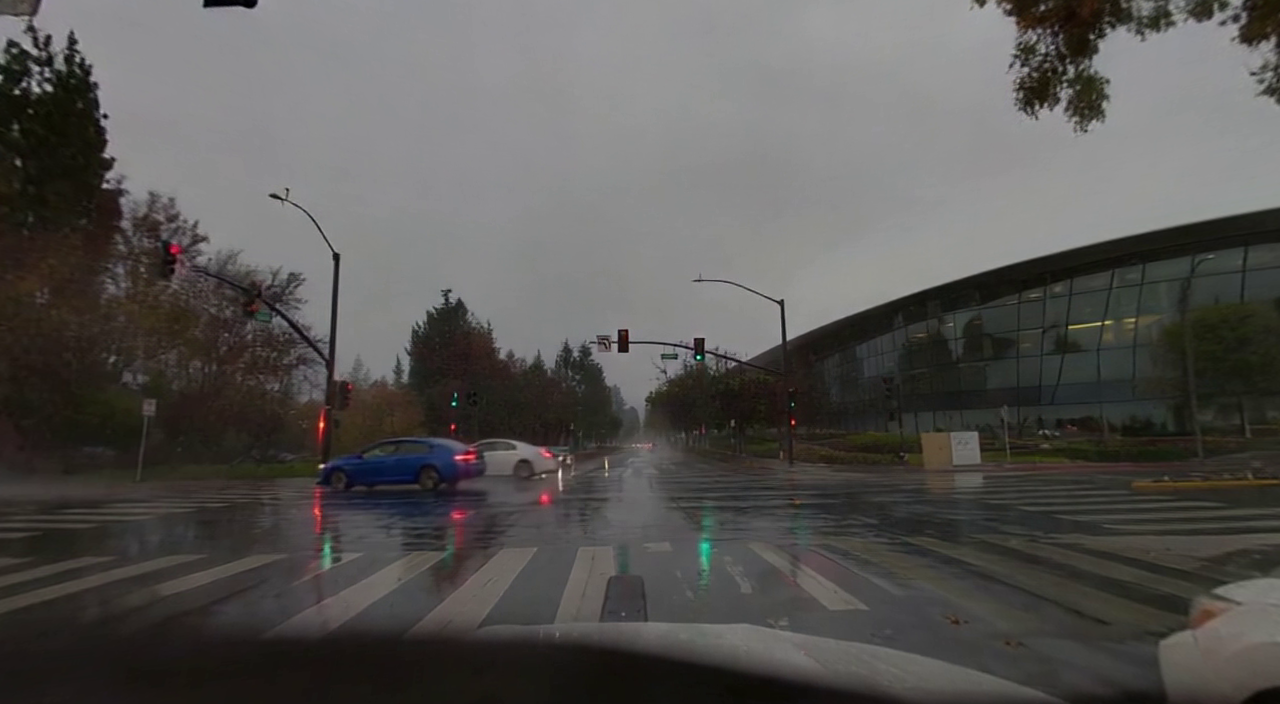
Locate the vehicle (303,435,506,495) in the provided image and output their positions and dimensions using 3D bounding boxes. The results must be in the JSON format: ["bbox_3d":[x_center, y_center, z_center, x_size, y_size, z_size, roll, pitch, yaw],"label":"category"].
[{"bbox_3d":[-6.204,3.017,16.995,4.723,1.484,1.883,0,-8,0],"label":"vehicle"}]

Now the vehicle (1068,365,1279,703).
[{"bbox_3d":[2.884,0.676,0.830,1.947,1.576,3.825,0,-8,1],"label":"vehicle"}]
